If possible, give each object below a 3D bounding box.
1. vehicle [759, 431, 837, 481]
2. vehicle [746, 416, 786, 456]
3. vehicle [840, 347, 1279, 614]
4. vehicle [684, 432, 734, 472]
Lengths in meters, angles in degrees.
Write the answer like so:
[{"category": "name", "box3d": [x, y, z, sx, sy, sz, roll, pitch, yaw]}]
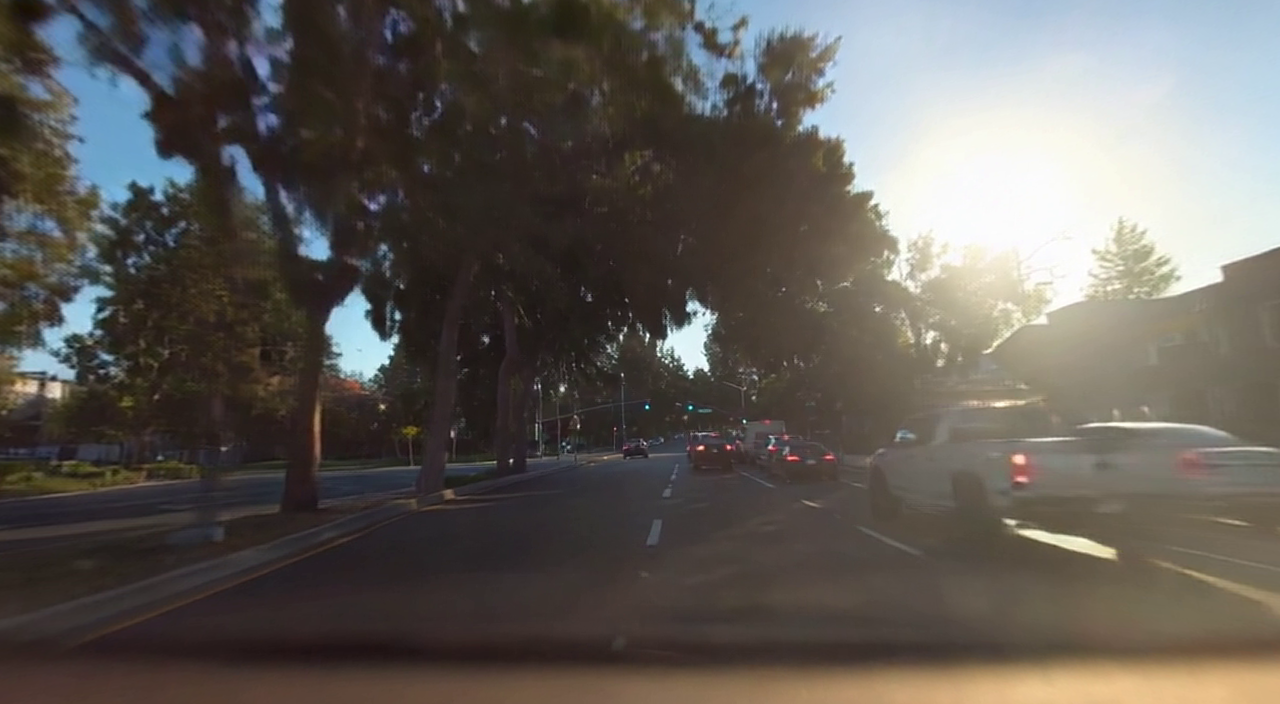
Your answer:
[{"category": "vehicle", "box3d": [6.103, 4.028, 25.017, 1.803, 1.754, 4.480, 0, -7, -2]}, {"category": "vehicle", "box3d": [7.841, 5.297, 39.646, 1.933, 2.309, 3.468, -2, -8, 3]}, {"category": "vehicle", "box3d": [4.560, 1.438, 8.084, 2.268, 2.090, 6.113, 0, -8, 3]}, {"category": "vehicle", "box3d": [3.121, 4.595, 29.310, 2.052, 1.693, 4.554, 0, -8, 3]}]
